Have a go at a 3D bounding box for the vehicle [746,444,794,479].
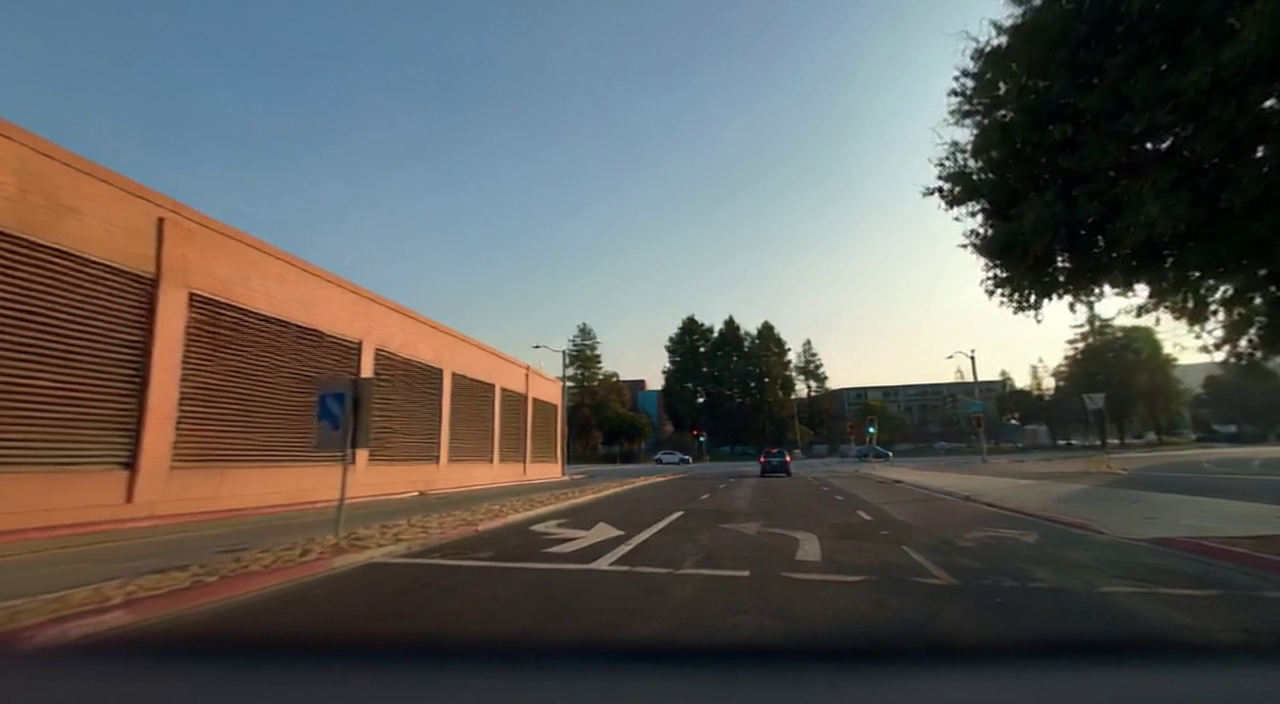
[{"bbox_3d":[6.770,5.607,32.689,2.218,1.657,4.551,-1,-9,12],"label":"vehicle"}]
